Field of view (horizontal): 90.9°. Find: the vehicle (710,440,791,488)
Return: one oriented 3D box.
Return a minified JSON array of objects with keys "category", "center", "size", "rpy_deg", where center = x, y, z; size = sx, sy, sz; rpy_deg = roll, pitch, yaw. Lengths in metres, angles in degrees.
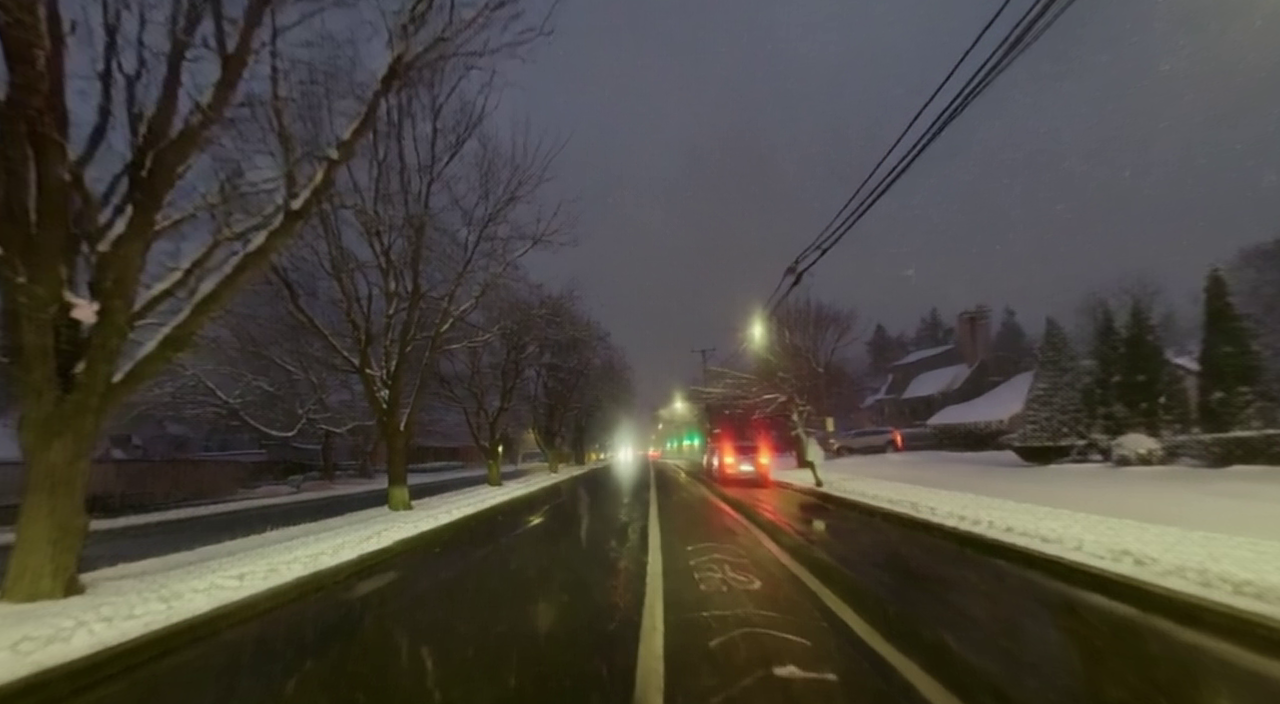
[{"category":"vehicle","center":[3.832,3.975,22.745],"size":[1.979,1.524,4.578],"rpy_deg":[0,-8,-2]}]

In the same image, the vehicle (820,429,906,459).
[{"category":"vehicle","center":[11.716,4.872,33.251],"size":[3.827,1.512,1.855],"rpy_deg":[0,-8,1]}]
